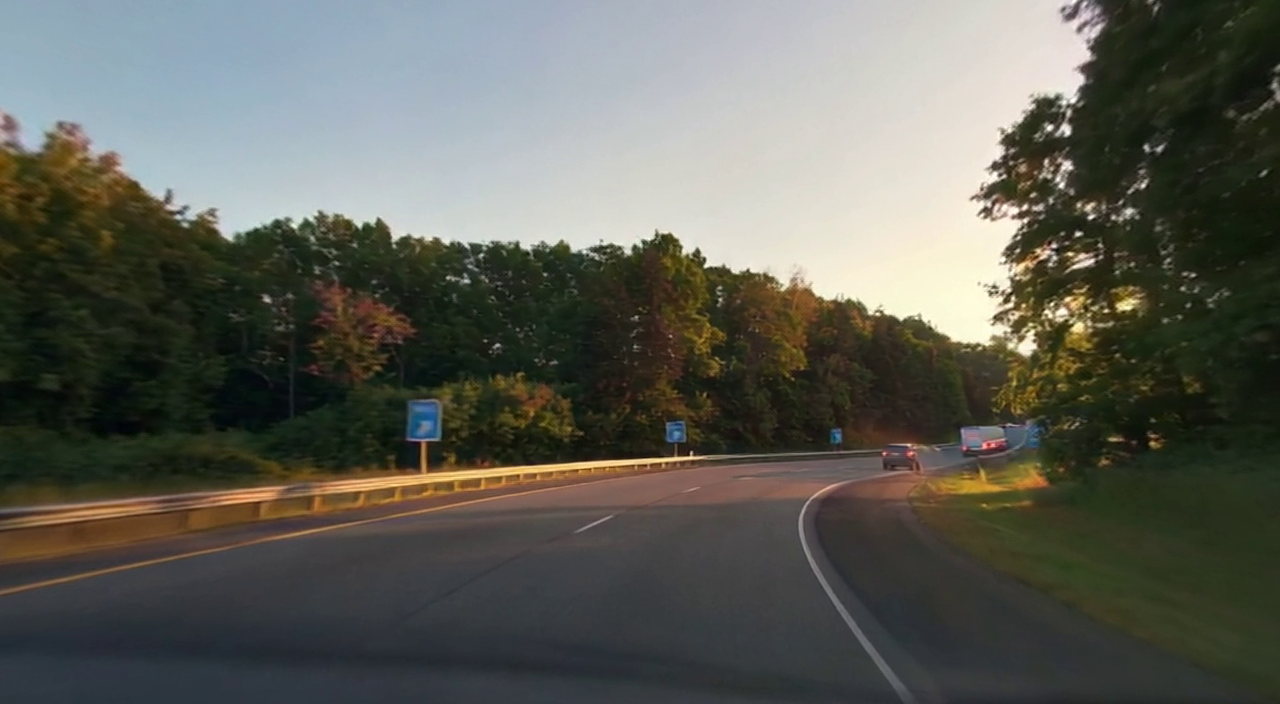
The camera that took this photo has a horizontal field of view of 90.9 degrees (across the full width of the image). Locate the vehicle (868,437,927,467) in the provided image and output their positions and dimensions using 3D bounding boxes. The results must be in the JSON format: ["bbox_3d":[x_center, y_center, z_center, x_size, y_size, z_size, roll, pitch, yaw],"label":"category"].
[{"bbox_3d":[15.480,5.969,37.778,2.221,1.674,4.325,-7,-11,36],"label":"vehicle"}]
